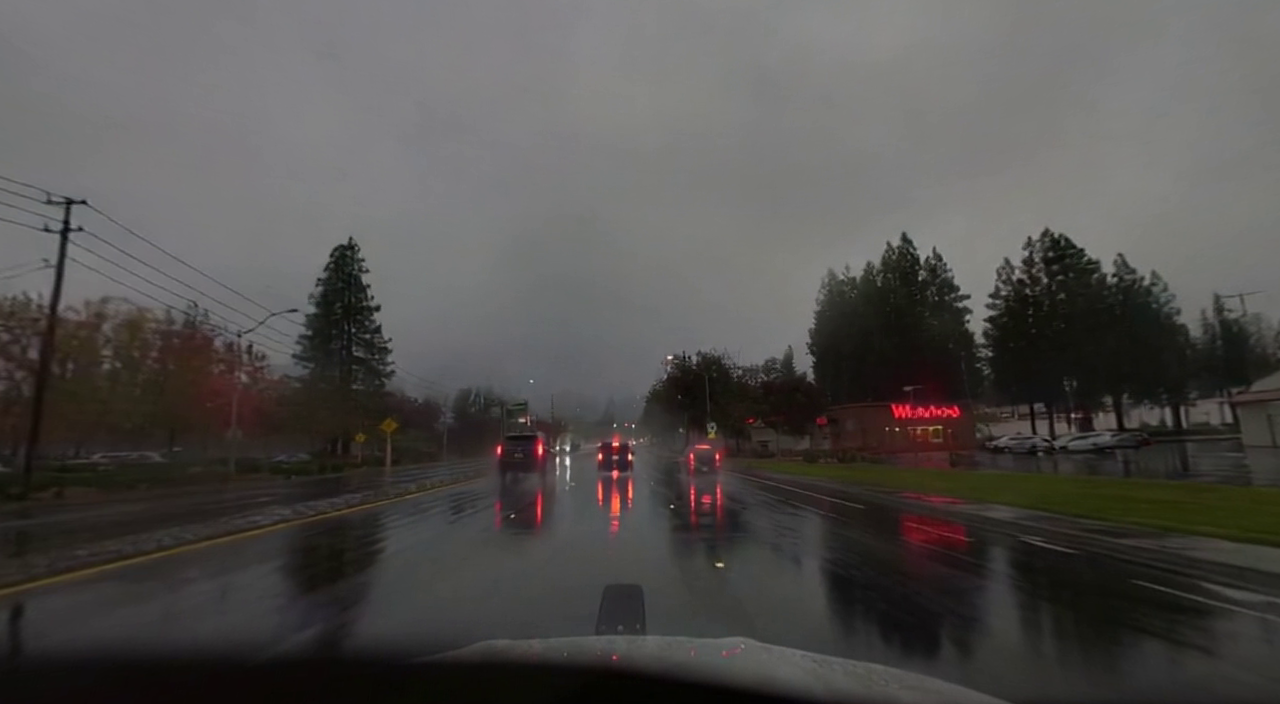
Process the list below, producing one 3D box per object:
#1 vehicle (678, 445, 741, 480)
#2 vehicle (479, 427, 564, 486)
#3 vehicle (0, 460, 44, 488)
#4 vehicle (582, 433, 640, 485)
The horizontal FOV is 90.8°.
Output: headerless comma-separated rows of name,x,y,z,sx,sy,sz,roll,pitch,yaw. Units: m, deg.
vehicle,3.089,5.049,29.201,2.207,1.447,4.418,0,-8,-3
vehicle,-4.401,4.012,24.508,2.252,1.999,5.605,0,-8,0
vehicle,-38.706,7.448,38.677,1.871,1.468,4.670,4,-9,-27
vehicle,-1.035,4.084,24.325,2.061,1.809,4.141,0,-8,-1
